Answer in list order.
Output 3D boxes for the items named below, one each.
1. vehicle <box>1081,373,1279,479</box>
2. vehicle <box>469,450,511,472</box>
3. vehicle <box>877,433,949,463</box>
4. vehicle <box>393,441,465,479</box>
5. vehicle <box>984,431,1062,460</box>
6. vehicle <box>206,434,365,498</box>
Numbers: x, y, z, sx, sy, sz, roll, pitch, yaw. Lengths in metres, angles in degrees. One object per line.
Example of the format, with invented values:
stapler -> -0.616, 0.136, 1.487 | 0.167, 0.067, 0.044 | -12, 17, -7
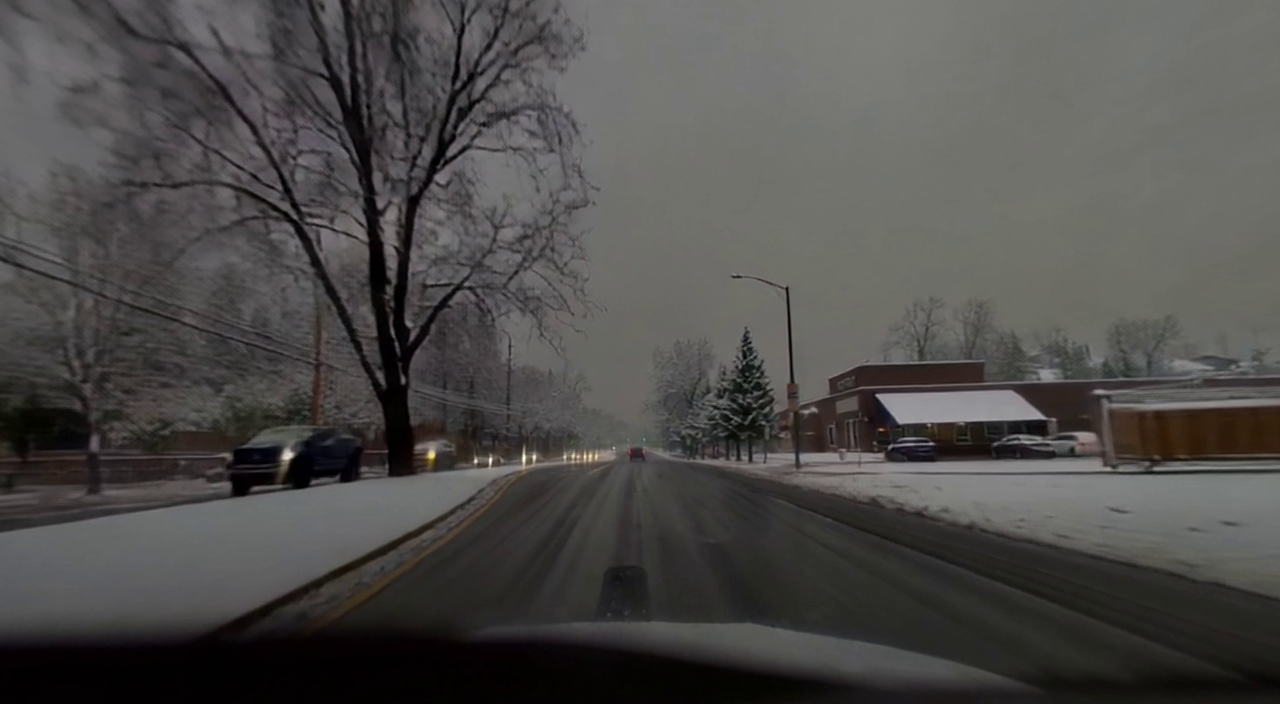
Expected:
vehicle -> 19.047, 2.318, 19.533 | 8.462, 3.012, 2.906 | 0, -8, 0
vehicle -> -10.847, 7.901, 45.914 | 1.873, 1.516, 4.339 | 0, -8, 1
vehicle -> 16.996, 6.052, 39.593 | 2.021, 1.753, 4.941 | 0, -9, -4
vehicle -> -10.726, 5.490, 32.381 | 2.000, 1.817, 4.624 | 0, -8, 1
vehicle -> 24.268, 5.989, 40.198 | 1.996, 1.723, 4.576 | 0, -10, -1
vehicle -> -10.743, 3.471, 19.646 | 2.189, 1.747, 4.651 | 0, -8, 1
